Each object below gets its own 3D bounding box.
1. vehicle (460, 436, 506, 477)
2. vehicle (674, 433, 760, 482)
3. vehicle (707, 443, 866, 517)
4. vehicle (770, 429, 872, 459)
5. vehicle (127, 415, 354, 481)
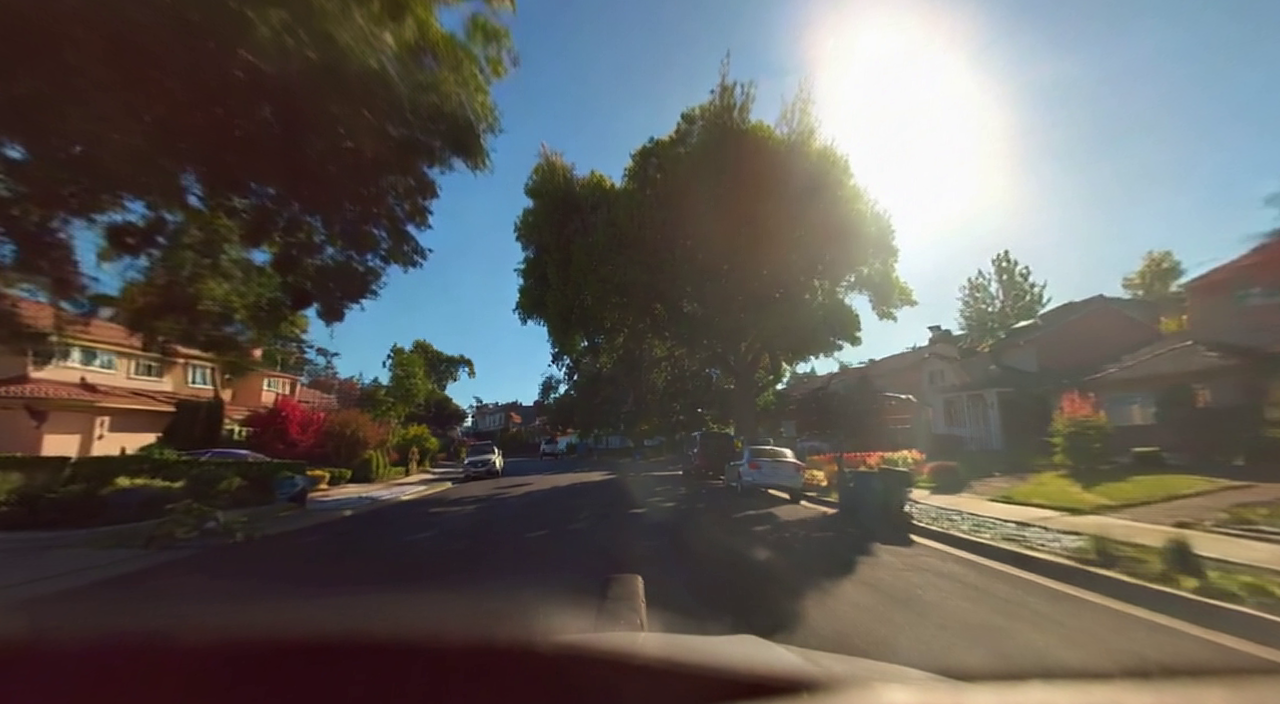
[{"bbox_3d":[-7.837,5.121,31.263,1.976,1.855,4.299,3,-8,-16],"label":"vehicle"},{"bbox_3d":[2.876,4.075,24.873,1.993,1.720,4.583,2,-8,-11],"label":"vehicle"},{"bbox_3d":[3.239,2.932,15.195,1.984,1.437,4.726,1,-8,-10],"label":"vehicle"},{"bbox_3d":[9.594,4.875,33.547,4.940,1.477,2.015,3,-9,-21],"label":"vehicle"},{"bbox_3d":[-13.371,3.268,21.726,6.197,1.824,2.113,0,-9,-18],"label":"vehicle"}]
